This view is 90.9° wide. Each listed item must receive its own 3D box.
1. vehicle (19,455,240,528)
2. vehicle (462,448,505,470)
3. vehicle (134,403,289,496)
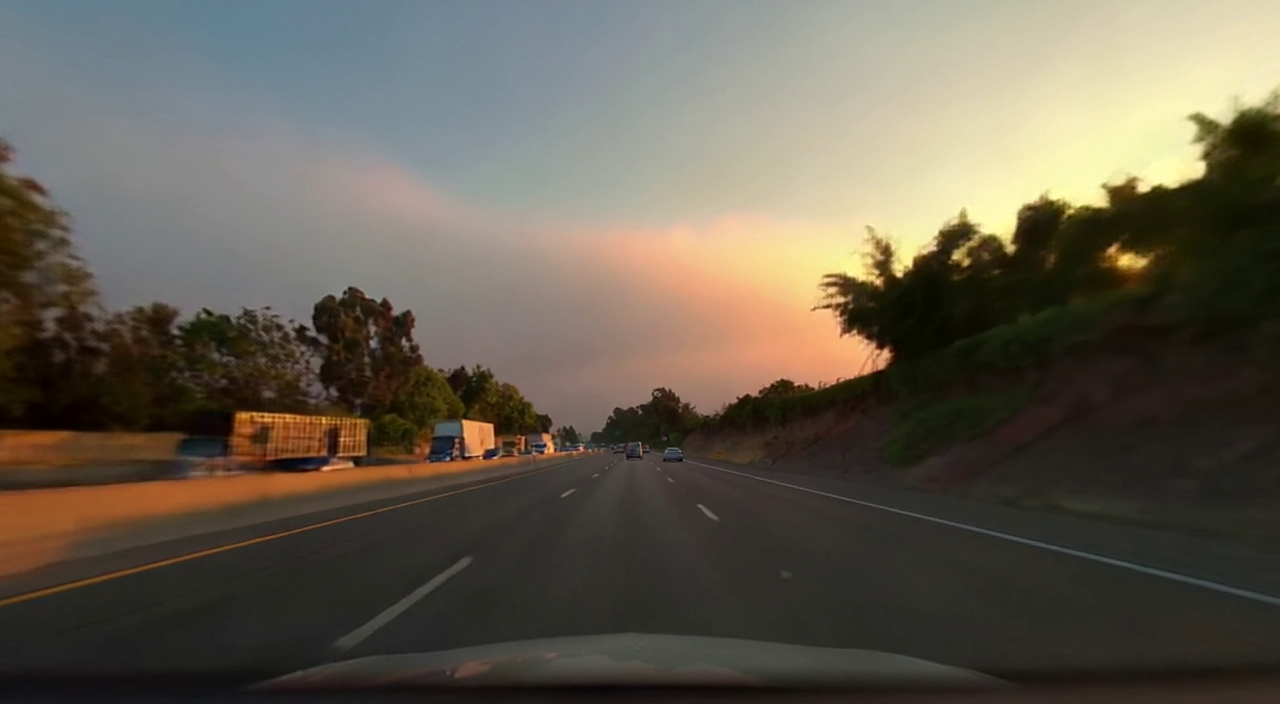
[{"bbox_3d":[-11.878,3.224,15.125,1.862,1.445,4.101,0,-9,-1],"label":"vehicle"},{"bbox_3d":[-11.498,7.887,46.563,1.964,1.522,4.419,0,-9,1],"label":"vehicle"},{"bbox_3d":[-20.241,4.681,30.353,2.966,3.997,6.255,0,-9,-2],"label":"vehicle"}]
